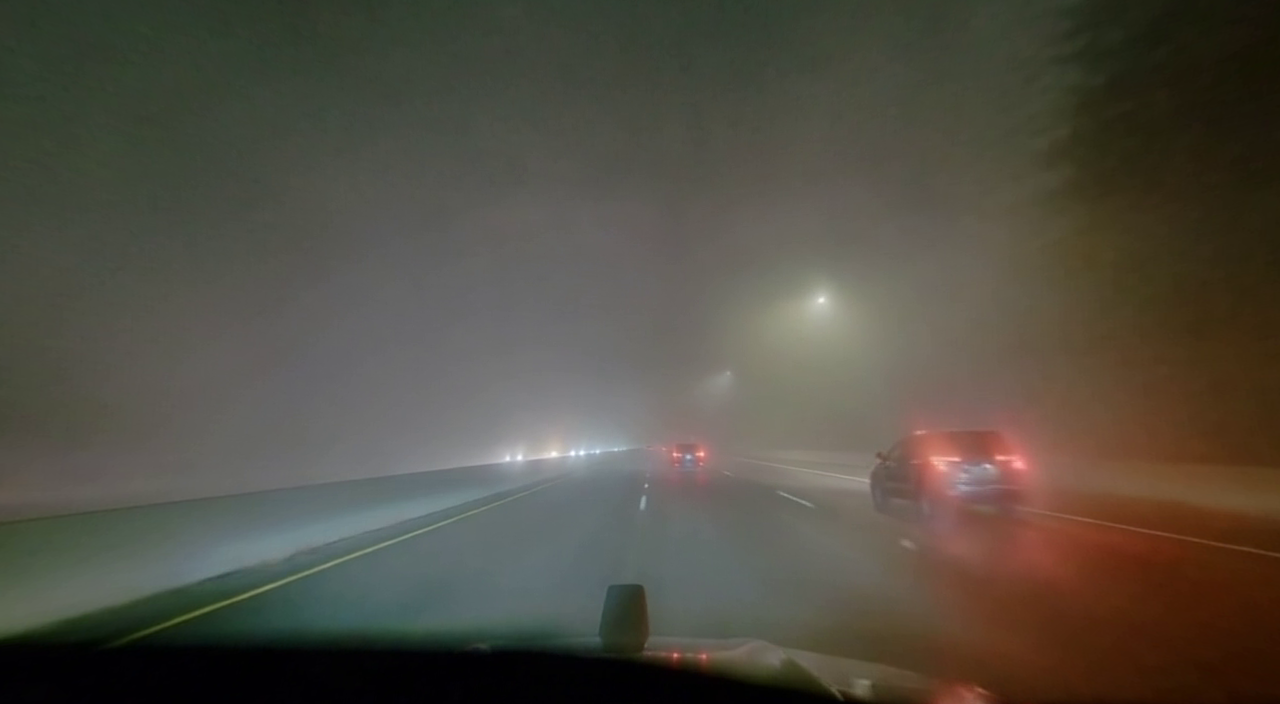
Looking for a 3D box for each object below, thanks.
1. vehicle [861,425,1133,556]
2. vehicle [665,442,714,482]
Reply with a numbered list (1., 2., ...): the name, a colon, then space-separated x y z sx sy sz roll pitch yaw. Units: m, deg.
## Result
1. vehicle: 5.060 1.983 9.775 1.770 1.566 4.282 0 -8 1
2. vehicle: 1.838 4.199 24.358 1.683 1.400 3.868 -1 -8 2
